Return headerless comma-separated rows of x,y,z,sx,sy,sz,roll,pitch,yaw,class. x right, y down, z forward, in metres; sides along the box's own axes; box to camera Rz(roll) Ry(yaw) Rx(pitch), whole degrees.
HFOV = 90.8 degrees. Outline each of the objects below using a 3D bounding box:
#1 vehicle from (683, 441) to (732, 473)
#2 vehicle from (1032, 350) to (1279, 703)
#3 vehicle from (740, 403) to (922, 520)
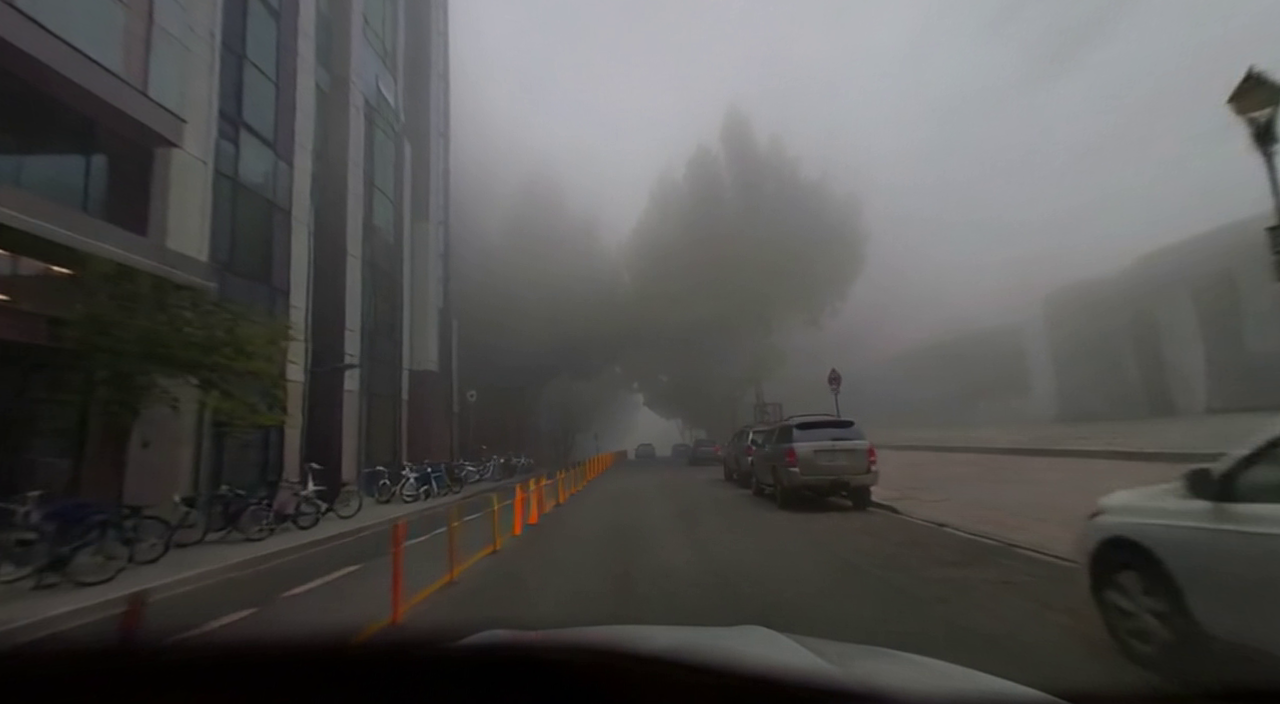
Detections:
3.309,5.280,32.071,1.963,1.445,4.948,-1,-8,0,vehicle
3.803,0.789,2.222,1.999,1.769,4.191,-1,-8,-2,vehicle
3.472,2.140,12.690,2.127,1.864,4.892,-1,-9,1,vehicle
